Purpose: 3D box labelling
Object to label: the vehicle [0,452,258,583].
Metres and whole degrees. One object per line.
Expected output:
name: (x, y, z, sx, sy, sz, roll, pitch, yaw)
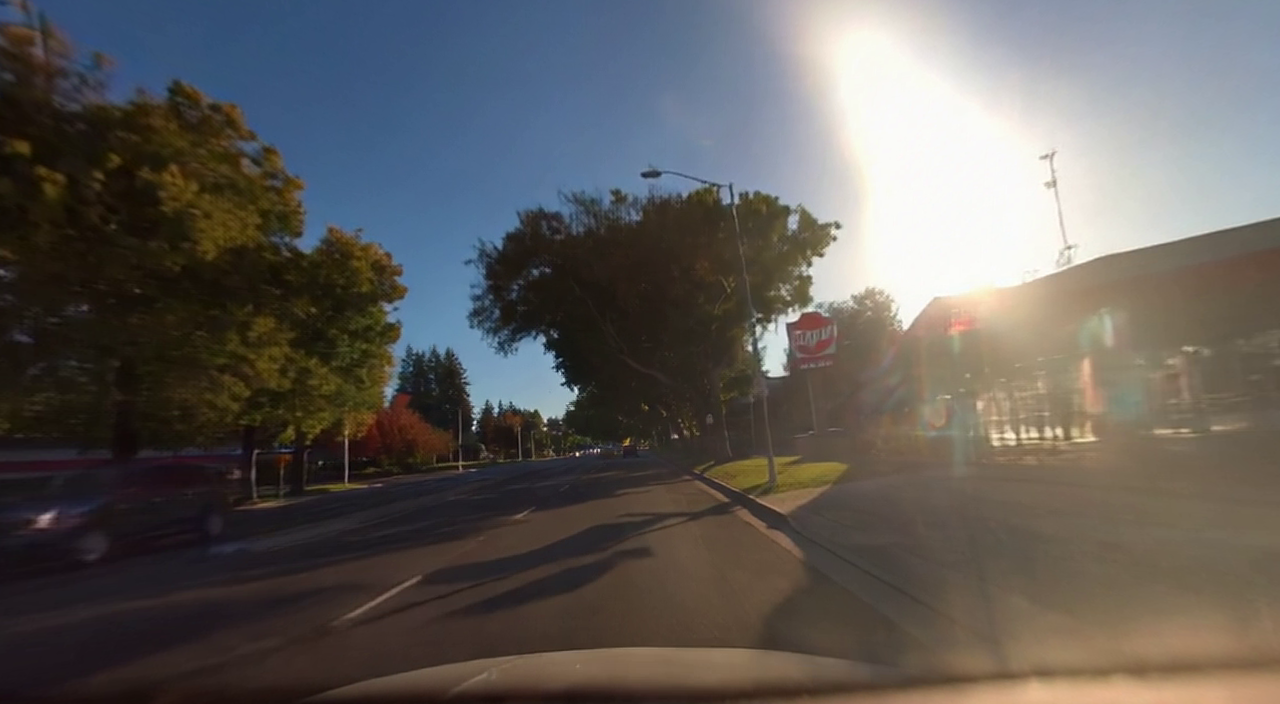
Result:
vehicle: (-8.892, 2.641, 10.978, 2.050, 1.721, 4.369, 0, -8, -5)
